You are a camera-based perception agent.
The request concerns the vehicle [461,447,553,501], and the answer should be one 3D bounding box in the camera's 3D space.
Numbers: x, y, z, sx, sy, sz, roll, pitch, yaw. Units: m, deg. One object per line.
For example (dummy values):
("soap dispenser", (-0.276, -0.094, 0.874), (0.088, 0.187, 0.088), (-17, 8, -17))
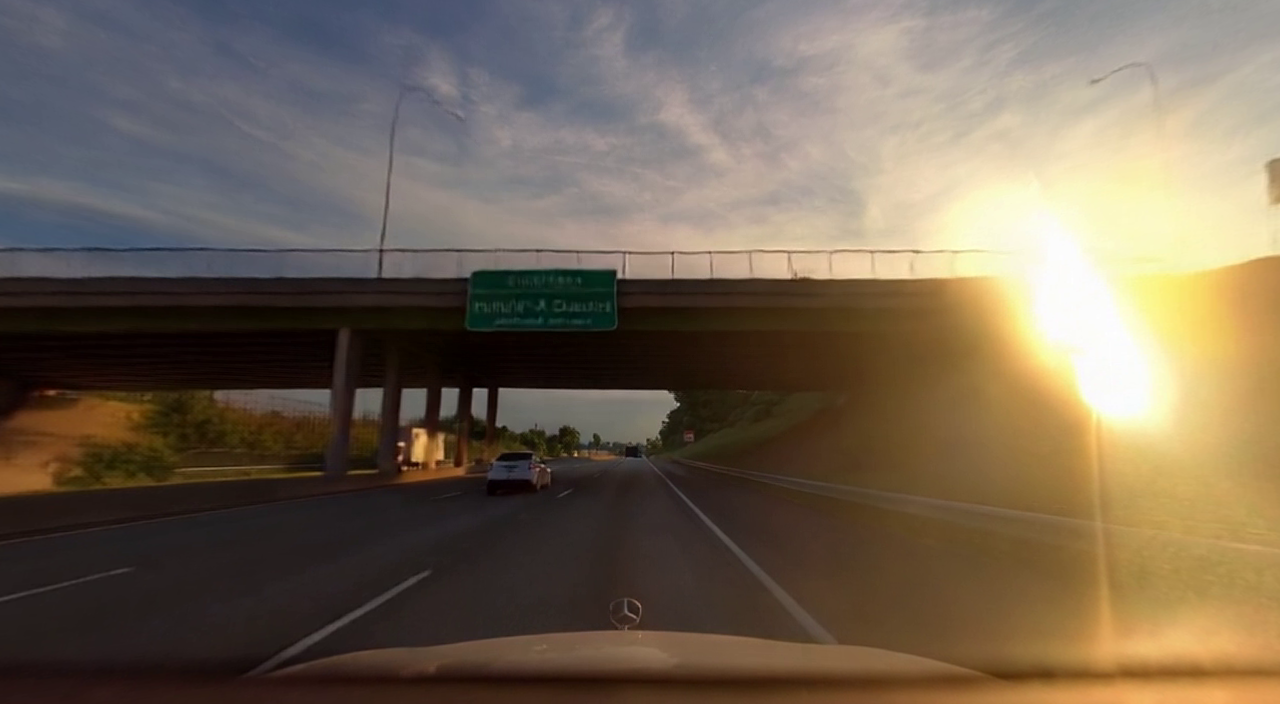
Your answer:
("vehicle", (-4.039, 3.780, 19.906), (1.992, 1.504, 4.117), (0, -9, 0))
